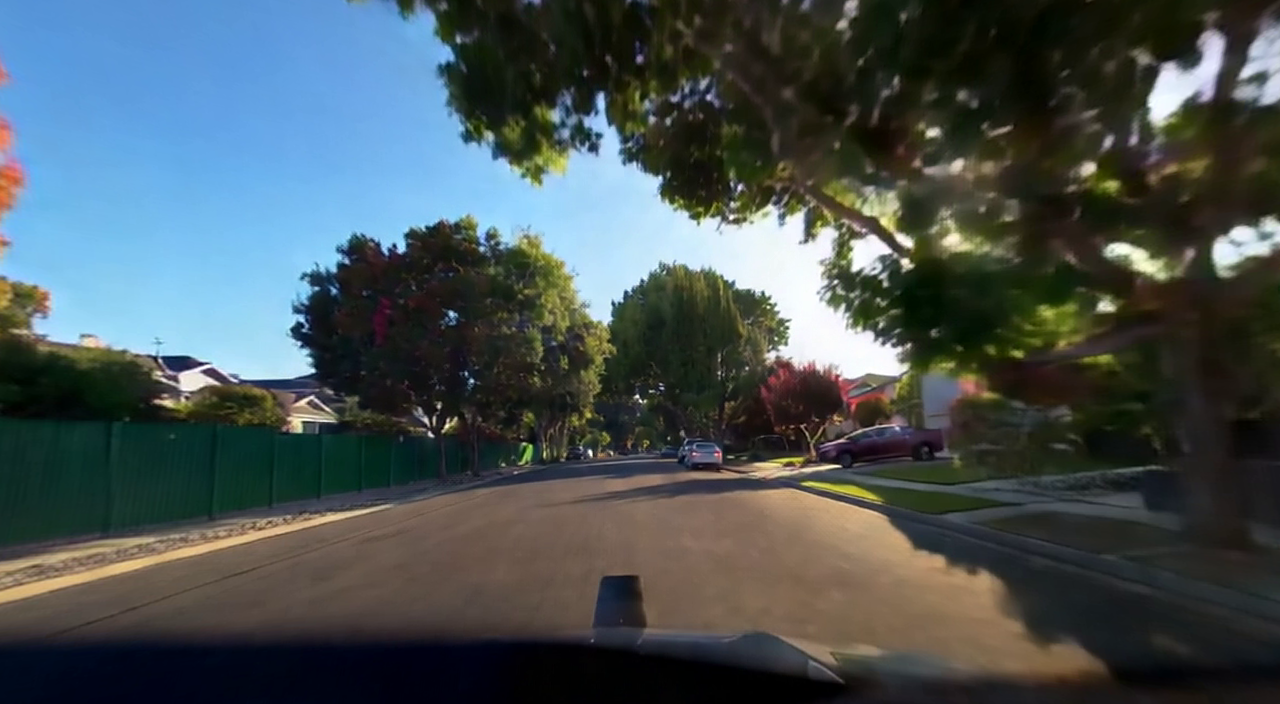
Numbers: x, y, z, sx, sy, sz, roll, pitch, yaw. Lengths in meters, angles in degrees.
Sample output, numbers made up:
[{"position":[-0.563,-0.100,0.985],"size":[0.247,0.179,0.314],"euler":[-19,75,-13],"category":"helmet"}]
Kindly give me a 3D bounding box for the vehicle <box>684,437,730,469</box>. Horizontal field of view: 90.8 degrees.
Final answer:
[{"position":[3.734,5.772,36.166],"size":[2.122,1.673,4.876],"euler":[0,-8,0],"category":"vehicle"}]

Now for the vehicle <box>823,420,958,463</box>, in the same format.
[{"position":[10.996,3.967,28.052],"size":[5.046,1.800,2.201],"euler":[-1,-8,0],"category":"vehicle"}]
